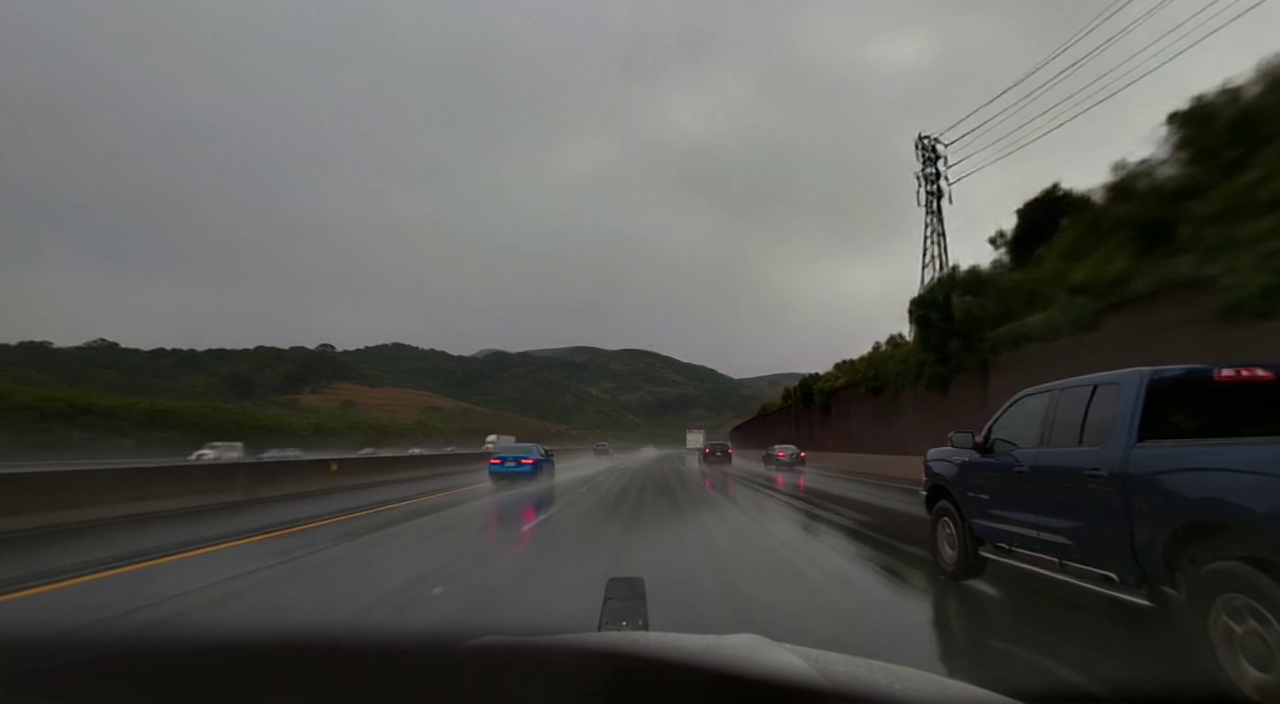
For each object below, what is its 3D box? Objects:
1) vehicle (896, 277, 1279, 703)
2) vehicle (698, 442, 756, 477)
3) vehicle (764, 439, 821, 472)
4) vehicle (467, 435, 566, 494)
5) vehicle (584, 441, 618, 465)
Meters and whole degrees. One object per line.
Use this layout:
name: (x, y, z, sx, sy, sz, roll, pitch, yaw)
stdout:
vehicle: (3.475, 0.823, 3.302, 2.098, 1.925, 5.171, 0, -8, 0)
vehicle: (3.908, 4.924, 29.201, 2.046, 1.471, 4.333, 0, -8, 0)
vehicle: (8.100, 5.523, 33.963, 1.986, 1.633, 4.430, 0, -8, 0)
vehicle: (-3.766, 3.534, 20.153, 2.113, 1.636, 4.494, -1, -8, 2)
vehicle: (-2.867, 7.579, 47.316, 2.021, 1.679, 4.310, -1, -8, 3)
